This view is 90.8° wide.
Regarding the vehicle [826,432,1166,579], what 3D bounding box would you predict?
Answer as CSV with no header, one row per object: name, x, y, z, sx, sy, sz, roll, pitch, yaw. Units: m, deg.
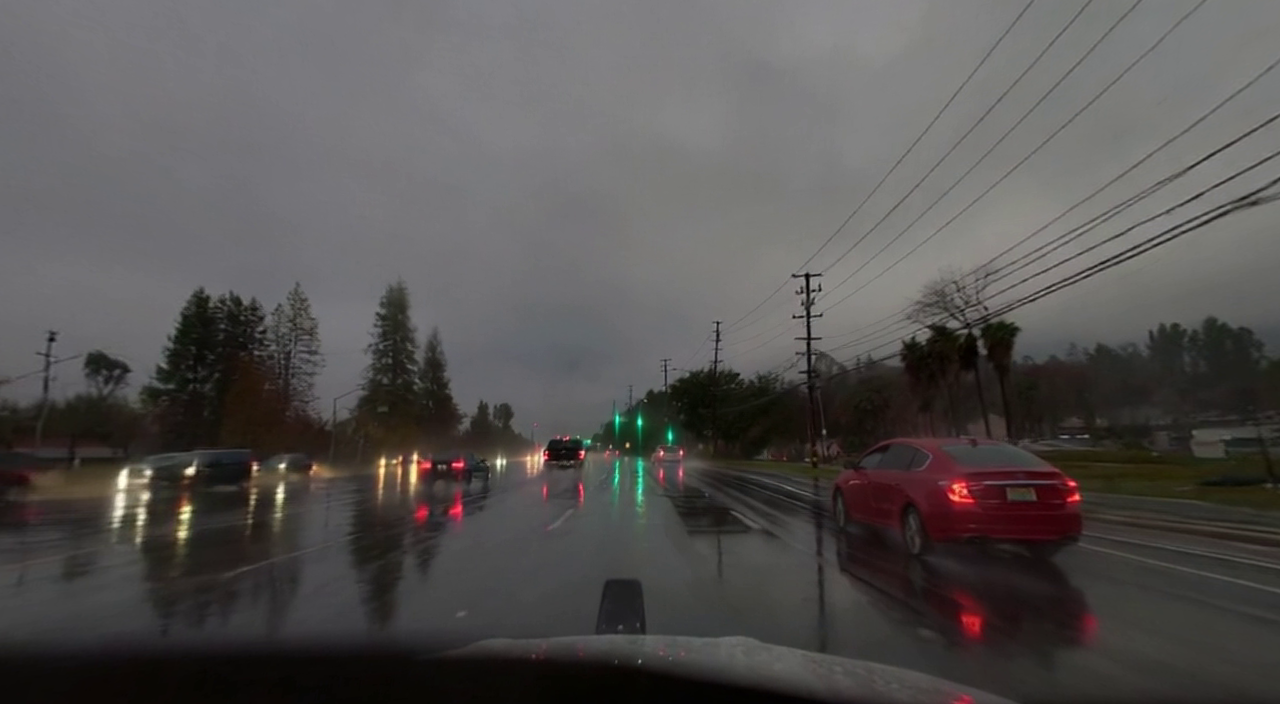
vehicle,4.220,1.864,8.606,1.840,1.428,4.602,0,-9,-2

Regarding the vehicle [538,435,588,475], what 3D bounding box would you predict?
vehicle,-4.174,5.743,35.456,2.467,1.991,6.089,0,-9,-4

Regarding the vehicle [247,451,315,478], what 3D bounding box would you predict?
vehicle,-24.298,7.626,43.017,1.915,1.689,4.640,0,-9,-1

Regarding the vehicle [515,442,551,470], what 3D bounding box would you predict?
vehicle,-8.107,8.004,48.437,2.169,1.865,4.739,4,-11,-4

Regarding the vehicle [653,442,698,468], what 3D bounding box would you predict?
vehicle,2.056,6.167,37.877,2.071,1.435,4.226,1,-9,-5

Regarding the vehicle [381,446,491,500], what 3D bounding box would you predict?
vehicle,-6.408,3.827,20.487,2.035,1.497,4.723,0,-9,-1

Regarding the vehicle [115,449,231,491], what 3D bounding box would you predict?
vehicle,-21.073,5.308,28.759,2.035,1.706,4.197,0,-9,0
